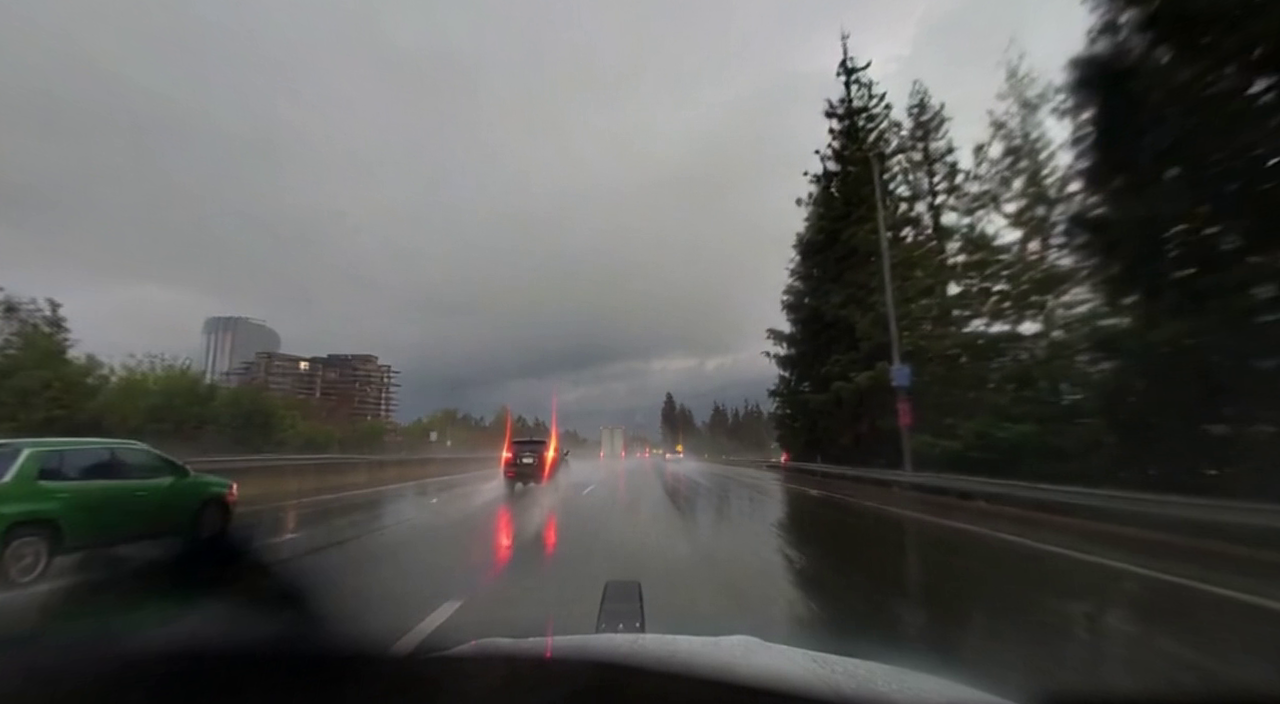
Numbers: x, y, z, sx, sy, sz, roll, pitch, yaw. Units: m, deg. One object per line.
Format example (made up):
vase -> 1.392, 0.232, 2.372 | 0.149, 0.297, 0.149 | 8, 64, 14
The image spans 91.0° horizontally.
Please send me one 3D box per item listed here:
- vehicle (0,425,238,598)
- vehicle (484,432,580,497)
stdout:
vehicle -> -6.648, 1.557, 6.635 | 1.969, 1.520, 4.190 | 1, -9, 1
vehicle -> -3.190, 3.426, 19.536 | 2.111, 1.742, 4.315 | 1, -9, 1
